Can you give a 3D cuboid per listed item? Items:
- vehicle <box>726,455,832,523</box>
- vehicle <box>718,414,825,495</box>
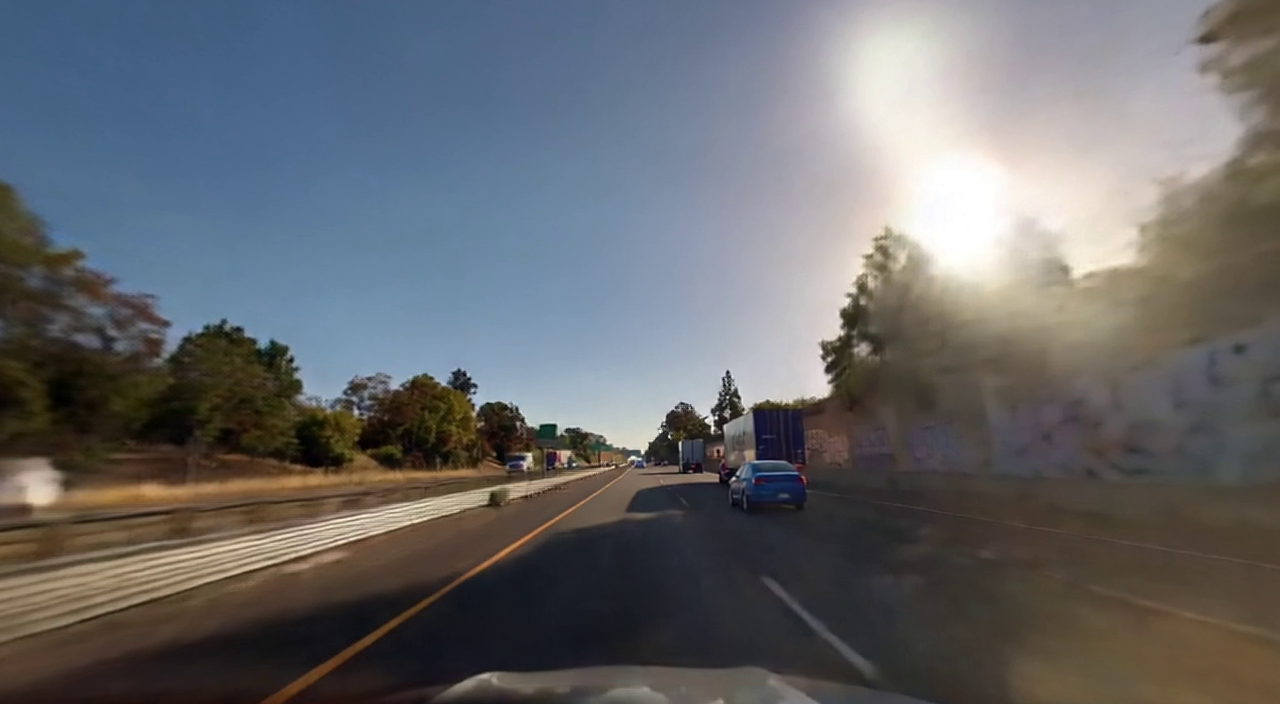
[{"bbox_3d":[3.568,3.619,16.911,2.011,1.574,3.512,1,-11,0],"label":"vehicle"},{"bbox_3d":[7.663,6.686,40.325,3.298,4.017,16.824,1,-10,0],"label":"vehicle"}]
